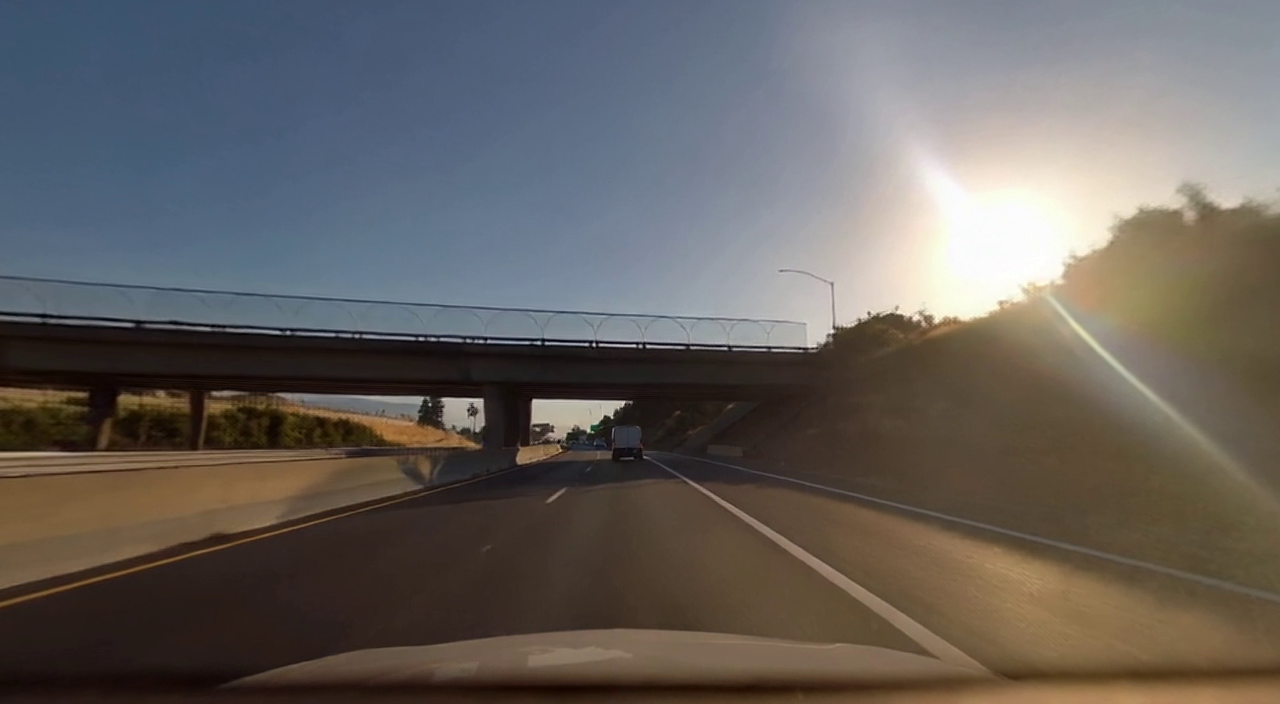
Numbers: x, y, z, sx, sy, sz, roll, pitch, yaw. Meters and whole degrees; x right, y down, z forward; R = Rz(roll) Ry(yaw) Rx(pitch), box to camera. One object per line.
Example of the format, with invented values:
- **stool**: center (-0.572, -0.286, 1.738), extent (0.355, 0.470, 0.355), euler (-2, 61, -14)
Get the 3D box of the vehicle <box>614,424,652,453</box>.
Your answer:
- **vehicle**: center (-0.491, 5.309, 38.701), extent (2.157, 1.647, 4.524), euler (0, -8, -3)
